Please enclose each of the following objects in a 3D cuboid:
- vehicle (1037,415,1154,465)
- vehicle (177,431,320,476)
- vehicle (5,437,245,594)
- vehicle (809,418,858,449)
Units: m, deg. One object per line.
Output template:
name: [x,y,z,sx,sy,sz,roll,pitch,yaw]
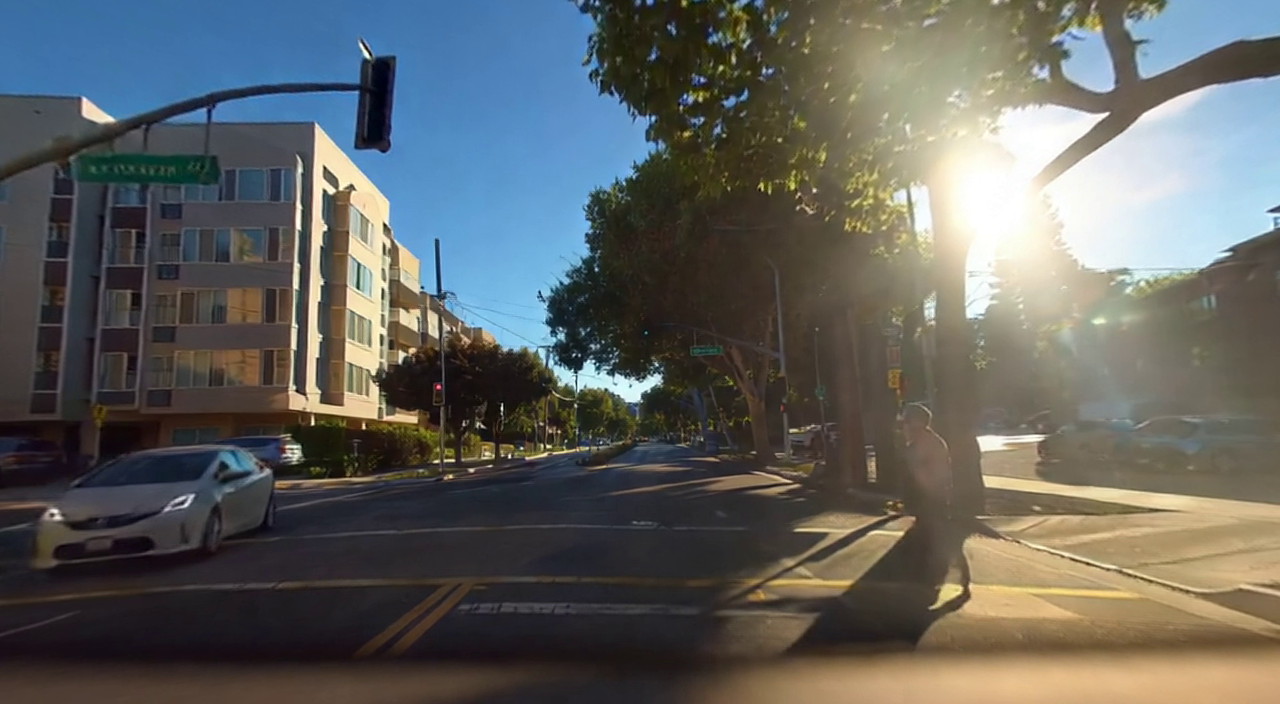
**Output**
vehicle: [17.121,3.369,24.051,2.013,1.722,4.007,-2,-9,11]
vehicle: [-19.063,4.944,30.989,5.468,1.854,2.283,-2,-8,-4]
vehicle: [-6.492,2.000,8.485,1.945,1.424,4.135,2,-10,-32]
vehicle: [11.487,4.933,37.782,1.950,1.714,4.245,-1,-8,5]
